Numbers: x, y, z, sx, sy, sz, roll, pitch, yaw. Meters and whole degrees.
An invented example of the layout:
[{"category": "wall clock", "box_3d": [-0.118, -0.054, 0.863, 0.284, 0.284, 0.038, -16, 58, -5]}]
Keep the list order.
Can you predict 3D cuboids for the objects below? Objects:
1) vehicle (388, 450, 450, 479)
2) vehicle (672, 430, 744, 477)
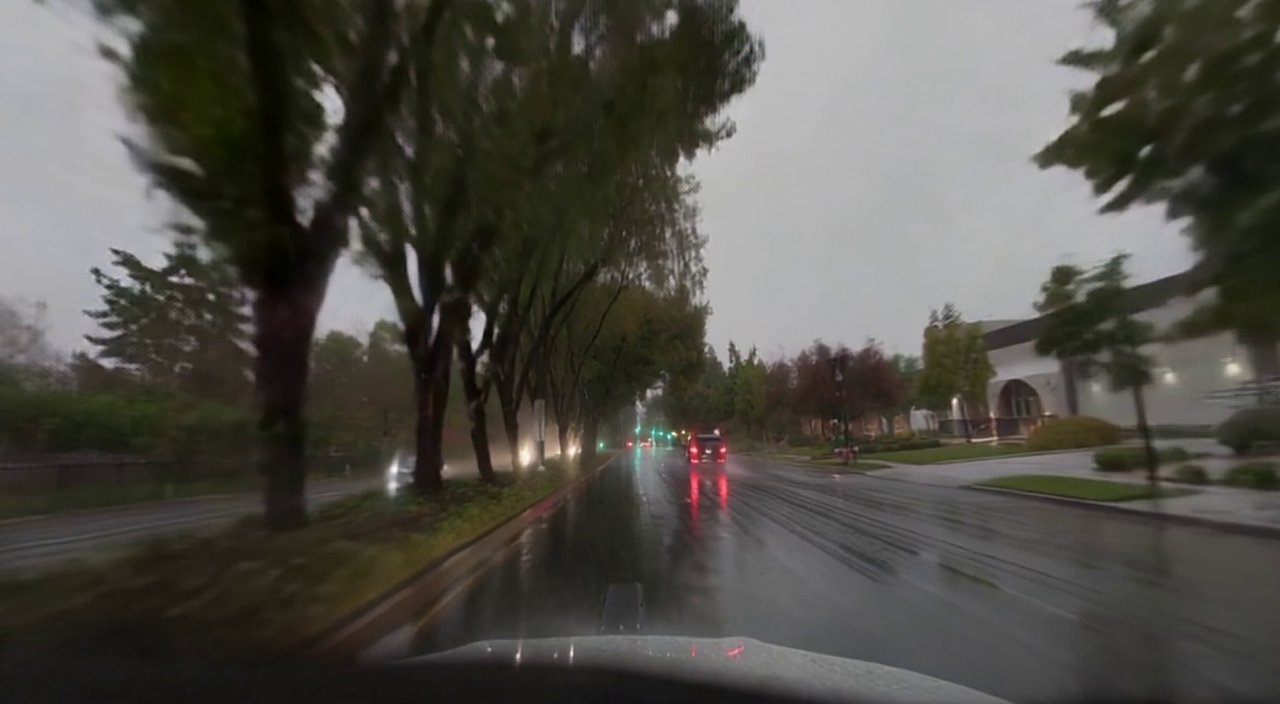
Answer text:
[{"category": "vehicle", "box_3d": [-12.031, 6.115, 34.703, 1.834, 1.415, 4.509, 0, -8, -1]}, {"category": "vehicle", "box_3d": [2.650, 4.110, 25.846, 2.240, 1.740, 4.605, 0, -8, -2]}]
